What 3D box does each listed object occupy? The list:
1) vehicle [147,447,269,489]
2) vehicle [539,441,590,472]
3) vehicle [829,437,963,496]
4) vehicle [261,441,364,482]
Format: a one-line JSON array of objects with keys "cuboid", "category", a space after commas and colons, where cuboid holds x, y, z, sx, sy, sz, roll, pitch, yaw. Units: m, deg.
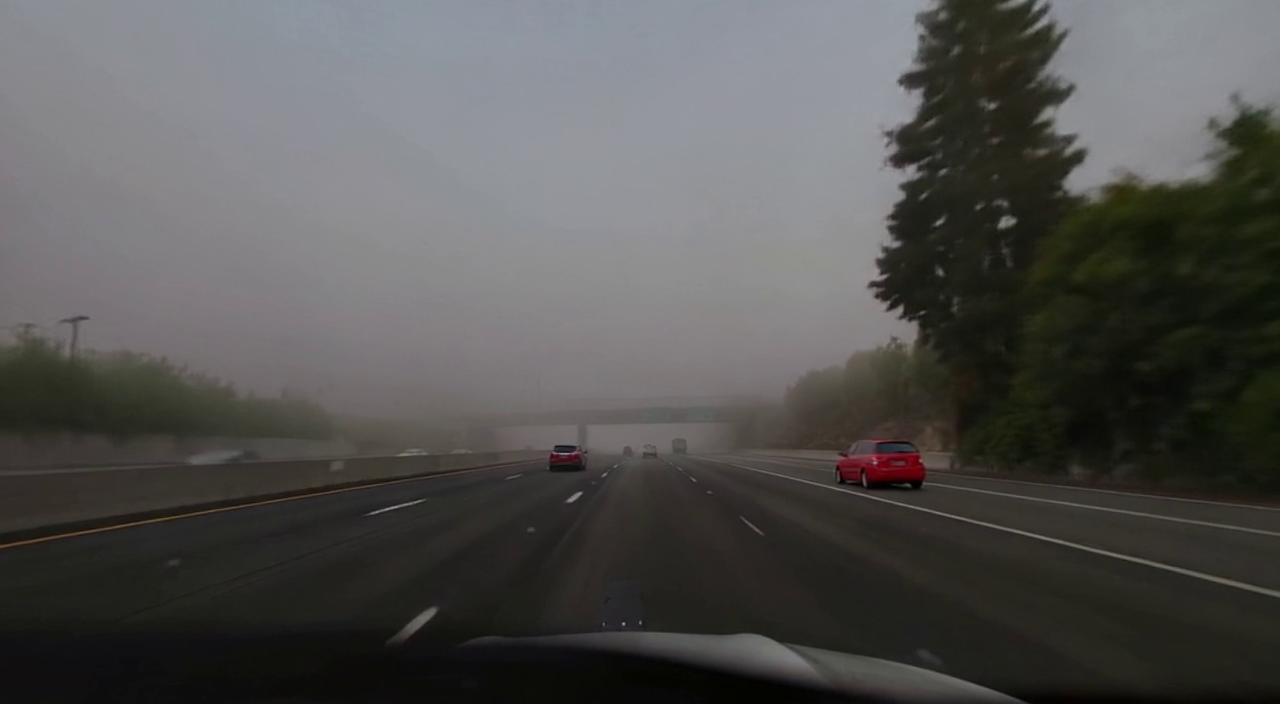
[{"cuboid": [-17.617, 4.726, 26.055, 1.869, 1.534, 4.489, 0, -8, -1], "category": "vehicle"}, {"cuboid": [-3.993, 5.592, 34.070, 2.085, 1.533, 4.861, 0, -8, 1], "category": "vehicle"}, {"cuboid": [7.156, 3.237, 18.238, 1.914, 1.465, 4.574, 0, -8, 0], "category": "vehicle"}, {"cuboid": [-13.632, 4.565, 26.613, 1.943, 1.583, 4.396, 0, -8, 1], "category": "vehicle"}]
